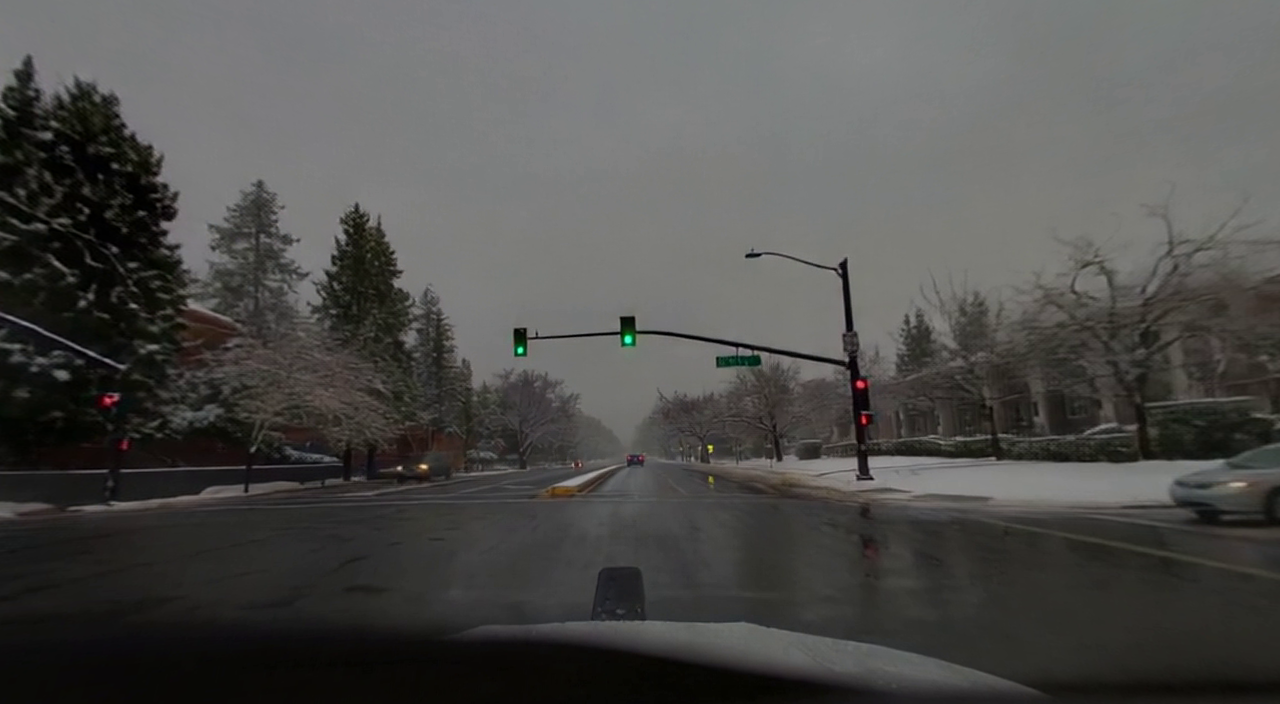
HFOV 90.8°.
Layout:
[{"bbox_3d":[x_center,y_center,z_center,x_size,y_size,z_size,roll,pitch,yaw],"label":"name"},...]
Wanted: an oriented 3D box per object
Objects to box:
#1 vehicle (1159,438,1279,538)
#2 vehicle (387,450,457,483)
[{"bbox_3d":[11.975,2.211,10.653,4.611,1.505,2.029,0,-9,-1],"label":"vehicle"},{"bbox_3d":[-14.872,7.801,43.498,2.403,2.039,5.887,-1,-9,4],"label":"vehicle"}]
